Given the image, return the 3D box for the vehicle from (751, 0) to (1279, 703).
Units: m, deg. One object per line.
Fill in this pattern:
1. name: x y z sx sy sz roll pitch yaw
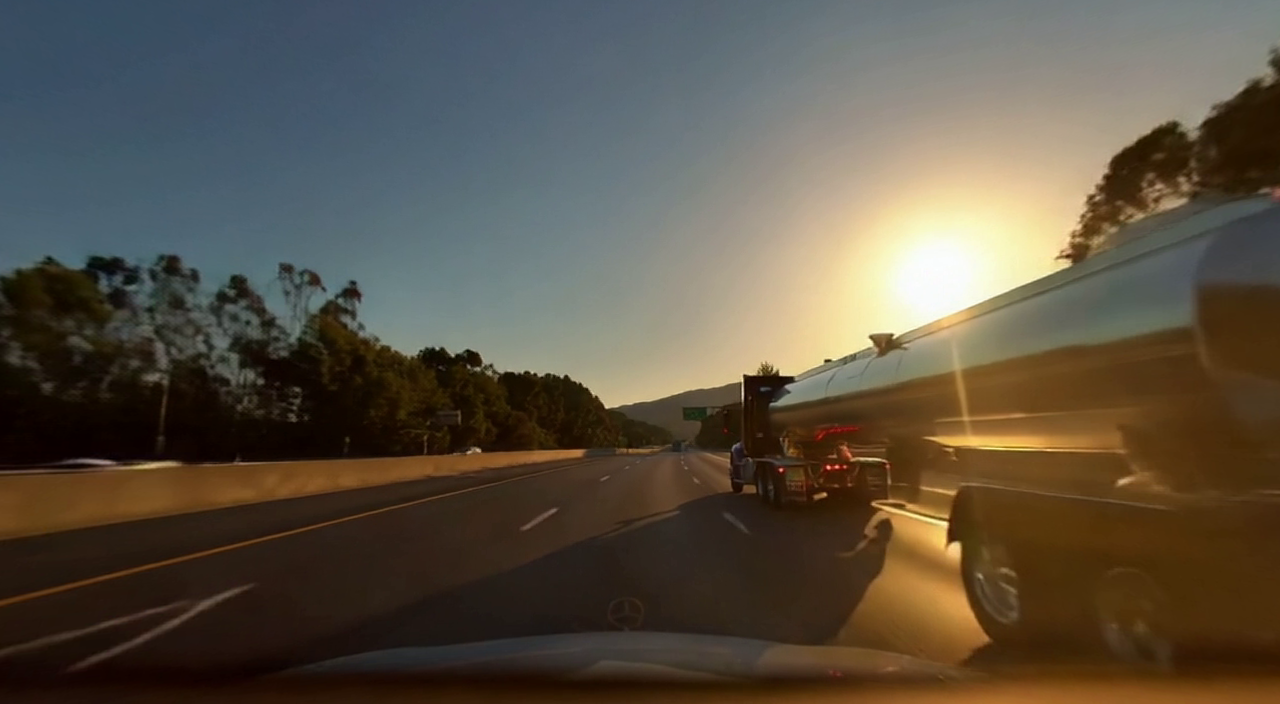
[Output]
1. vehicle: 4.145 0.890 8.237 2.880 3.624 14.397 -1 -8 0
